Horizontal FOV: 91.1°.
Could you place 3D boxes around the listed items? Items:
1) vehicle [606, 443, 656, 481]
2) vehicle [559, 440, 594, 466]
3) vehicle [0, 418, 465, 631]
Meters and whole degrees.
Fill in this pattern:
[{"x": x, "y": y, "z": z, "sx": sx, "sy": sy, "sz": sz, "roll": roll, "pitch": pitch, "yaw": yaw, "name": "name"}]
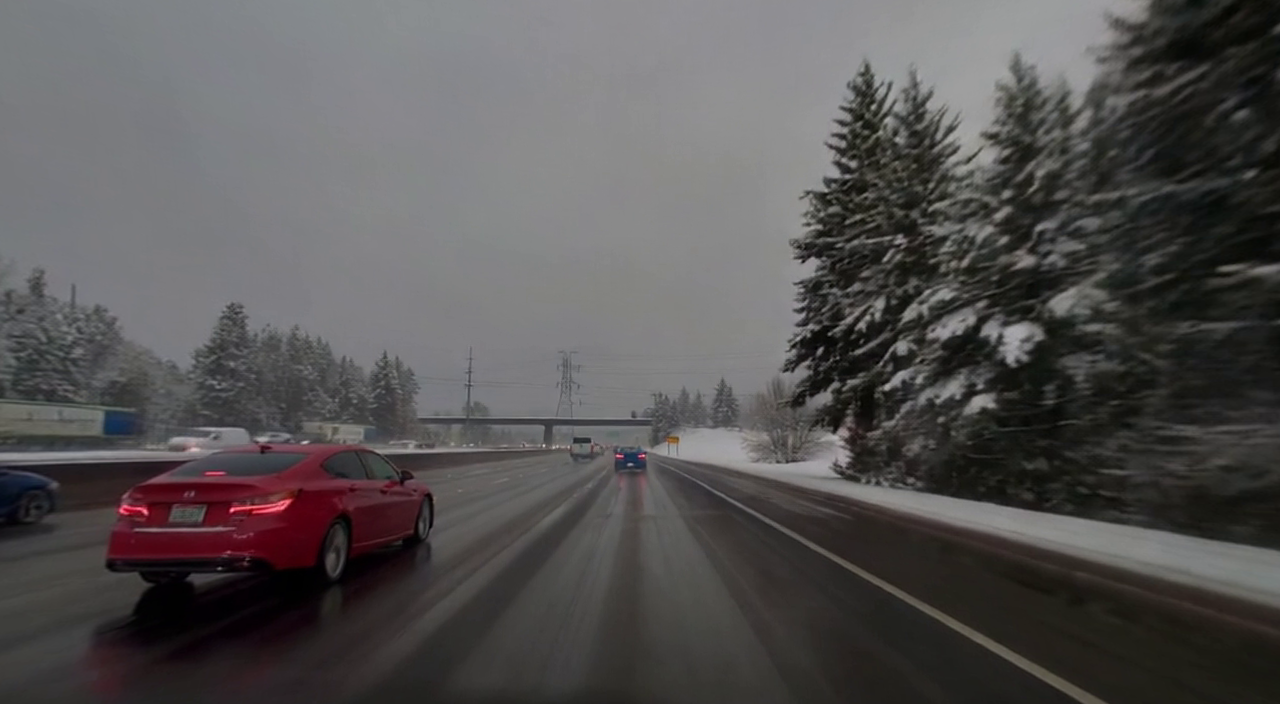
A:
[{"x": -0.383, "y": 4.619, "z": 26.659, "sx": 1.954, "sy": 1.460, "sz": 3.983, "roll": 1, "pitch": -9, "yaw": -1, "name": "vehicle"}, {"x": -4.582, "y": 7.365, "z": 45.875, "sx": 2.174, "sy": 1.806, "sz": 3.932, "roll": 0, "pitch": -9, "yaw": -1, "name": "vehicle"}, {"x": -3.620, "y": 1.604, "z": 6.903, "sx": 2.035, "sy": 1.514, "sz": 4.600, "roll": 0, "pitch": -9, "yaw": 0, "name": "vehicle"}]
